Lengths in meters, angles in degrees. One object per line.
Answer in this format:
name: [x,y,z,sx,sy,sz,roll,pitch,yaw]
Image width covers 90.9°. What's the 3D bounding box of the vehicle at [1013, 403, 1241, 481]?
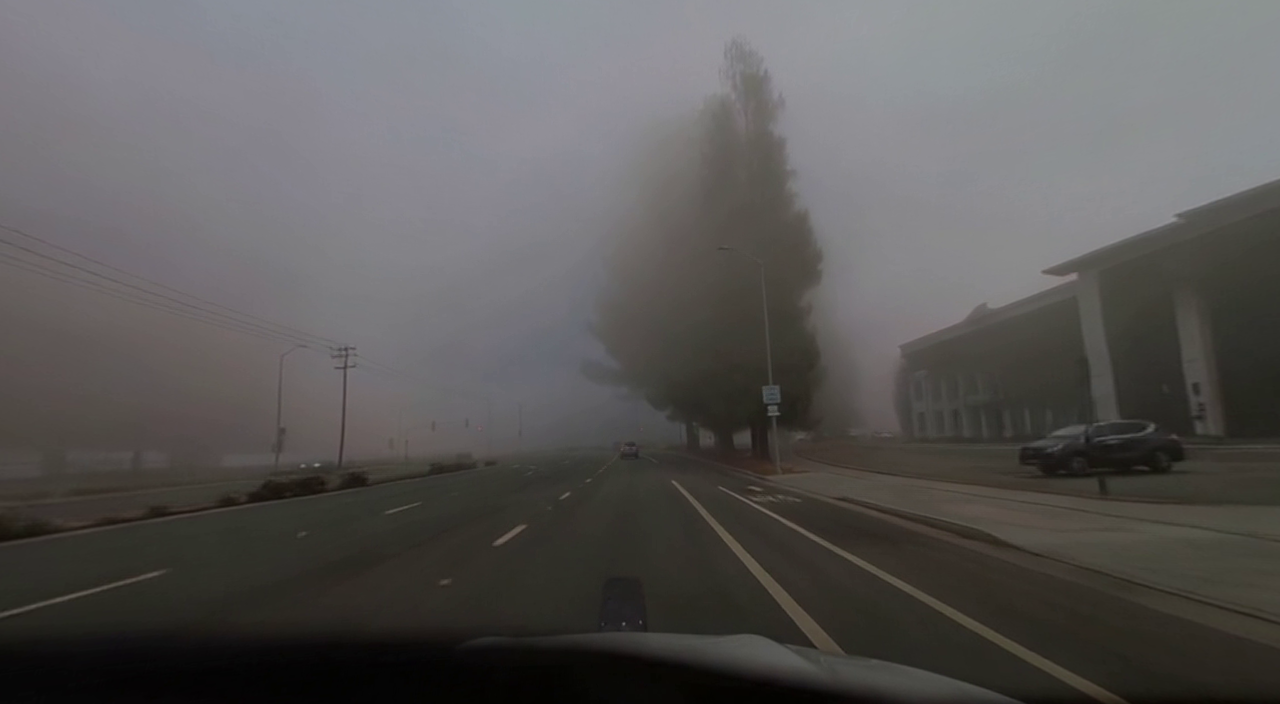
vehicle: [13.907,2.602,18.290,4.702,1.853,2.069,-4,-8,2]
